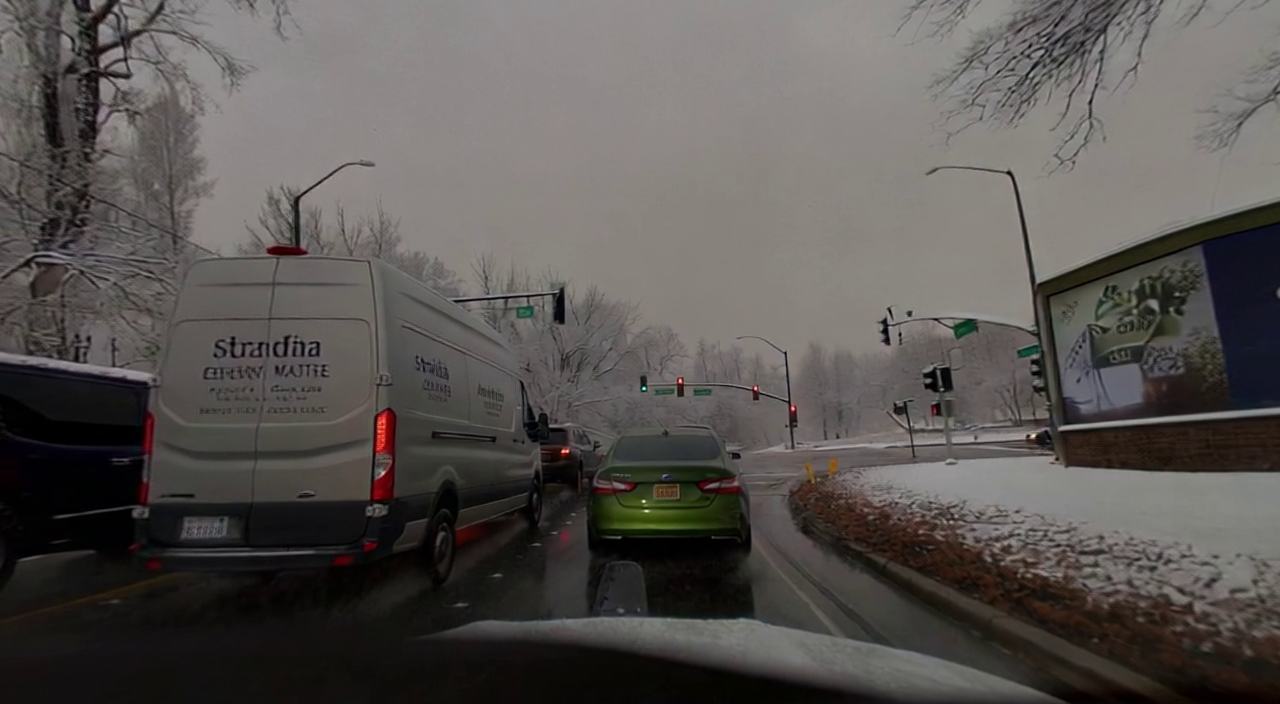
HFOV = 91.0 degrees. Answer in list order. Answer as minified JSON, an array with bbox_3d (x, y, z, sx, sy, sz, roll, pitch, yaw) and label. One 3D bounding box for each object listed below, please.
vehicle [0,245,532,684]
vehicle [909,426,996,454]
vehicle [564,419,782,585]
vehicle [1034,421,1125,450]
[{"bbox_3d":[-3.070,1.125,7.243,2.555,3.035,5.702,0,-8,1],"label":"vehicle"},{"bbox_3d":[21.981,6.200,44.293,5.021,1.848,2.210,1,-8,-9],"label":"vehicle"},{"bbox_3d":[0.572,1.955,9.123,2.398,1.773,4.254,-1,-8,6],"label":"vehicle"},{"bbox_3d":[32.037,6.093,45.950,5.084,2.041,2.360,1,-8,-9],"label":"vehicle"}]
